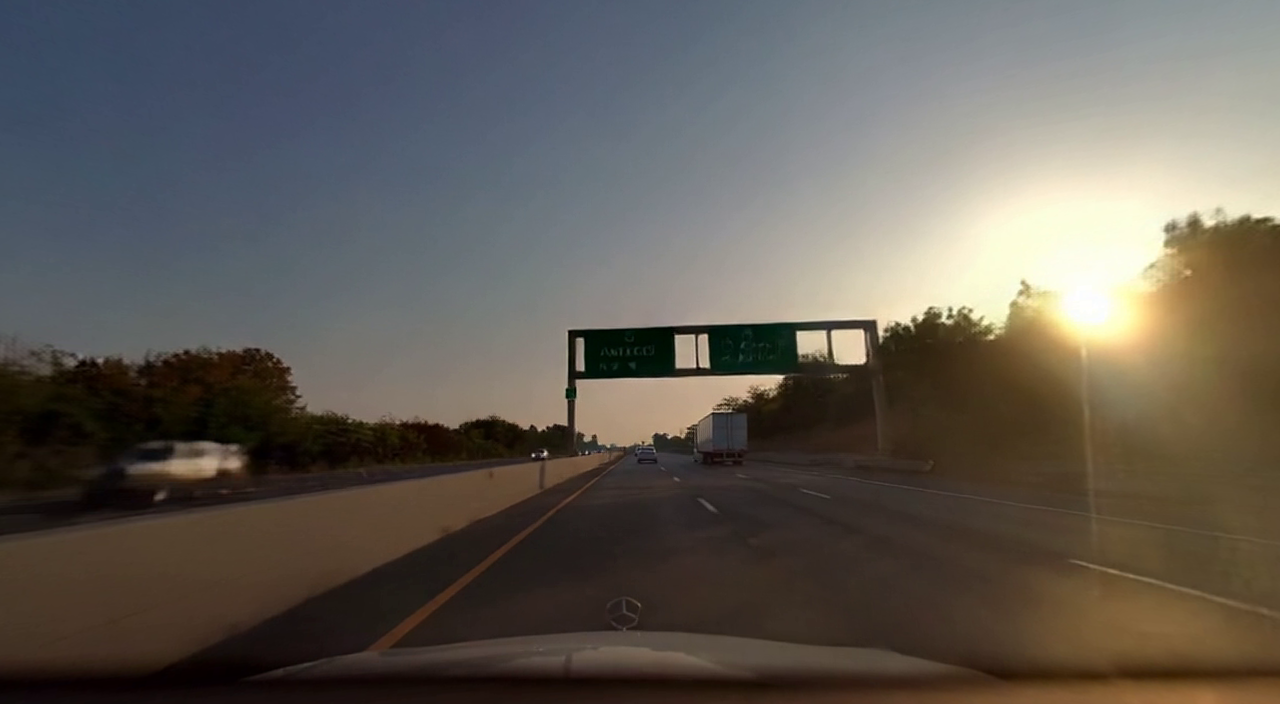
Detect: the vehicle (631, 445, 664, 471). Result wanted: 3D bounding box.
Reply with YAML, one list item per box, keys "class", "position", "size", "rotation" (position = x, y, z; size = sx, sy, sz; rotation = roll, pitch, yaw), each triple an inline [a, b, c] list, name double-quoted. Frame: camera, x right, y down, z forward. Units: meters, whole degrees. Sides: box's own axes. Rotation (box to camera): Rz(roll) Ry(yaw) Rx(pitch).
- class: "vehicle"
  position: [0.489, 6.824, 40.704]
  size: [2.024, 1.579, 3.707]
  rotation: [0, -9, 0]

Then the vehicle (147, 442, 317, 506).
- class: "vehicle"
  position: [-11.685, 3.505, 18.499]
  size: [2.018, 1.610, 4.523]
  rotation: [0, -9, -1]
